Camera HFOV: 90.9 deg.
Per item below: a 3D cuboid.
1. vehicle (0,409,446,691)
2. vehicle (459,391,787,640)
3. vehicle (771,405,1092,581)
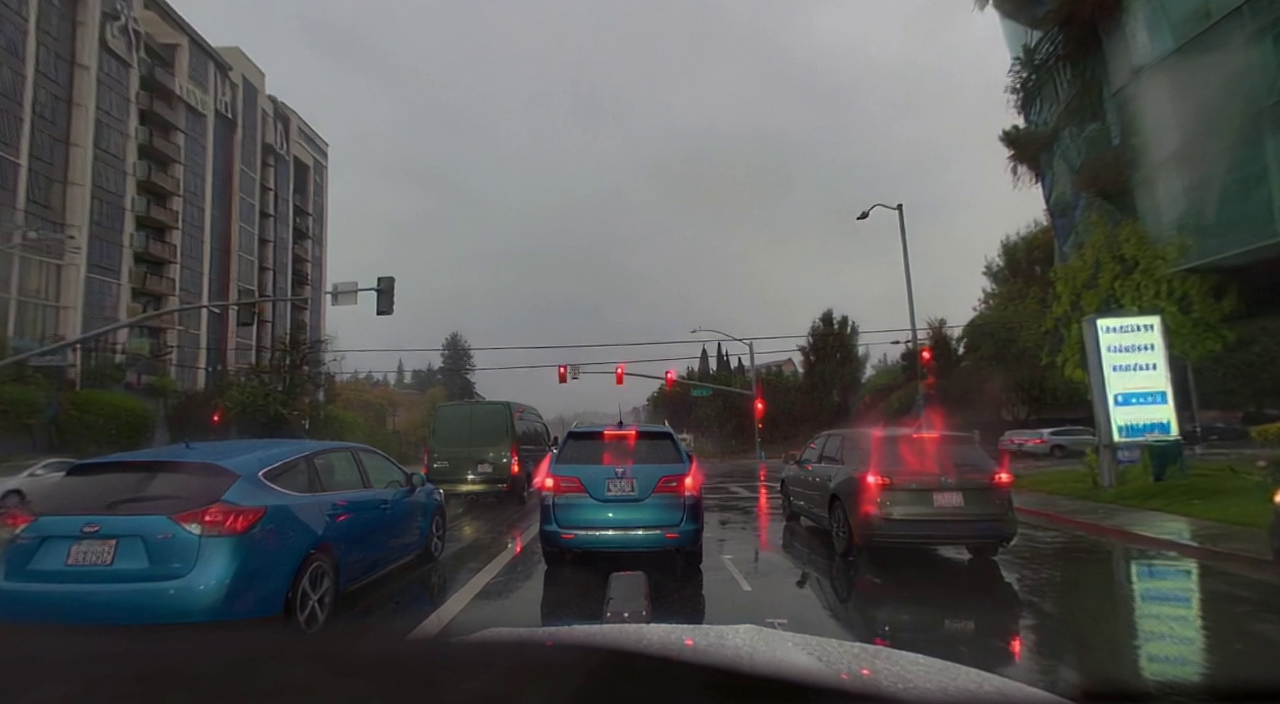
[{"bbox_3d":[-3.546,1.424,5.813,1.906,1.524,4.547,0,-8,2],"label":"vehicle"},{"bbox_3d":[-0.127,1.412,6.440,2.195,1.662,4.262,0,-8,0],"label":"vehicle"},{"bbox_3d":[3.217,1.661,8.259,2.004,1.646,4.554,0,-8,0],"label":"vehicle"}]
